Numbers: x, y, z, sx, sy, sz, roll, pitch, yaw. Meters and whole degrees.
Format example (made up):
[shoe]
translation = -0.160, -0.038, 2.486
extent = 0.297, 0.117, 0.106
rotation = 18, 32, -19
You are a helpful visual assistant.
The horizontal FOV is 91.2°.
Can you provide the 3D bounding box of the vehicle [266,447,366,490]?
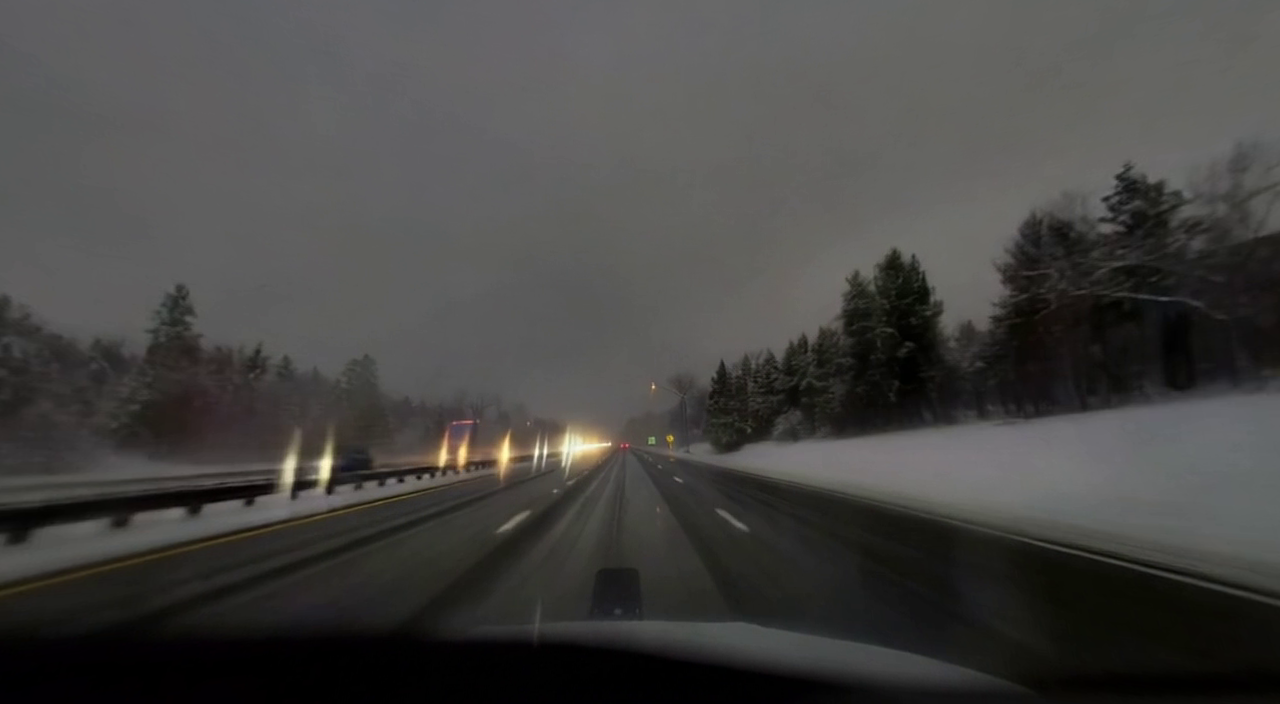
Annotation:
[vehicle]
translation = -12.982, 4.645, 25.446
extent = 1.903, 1.555, 4.299
rotation = 0, -9, -2
